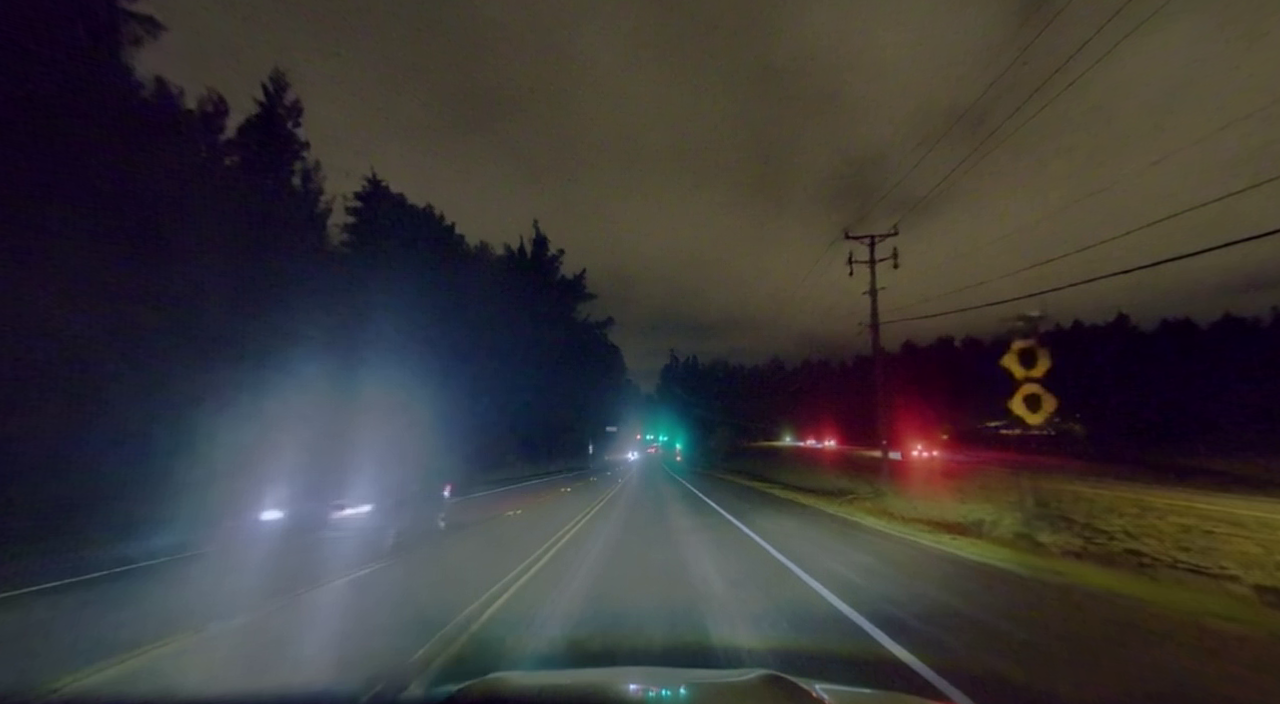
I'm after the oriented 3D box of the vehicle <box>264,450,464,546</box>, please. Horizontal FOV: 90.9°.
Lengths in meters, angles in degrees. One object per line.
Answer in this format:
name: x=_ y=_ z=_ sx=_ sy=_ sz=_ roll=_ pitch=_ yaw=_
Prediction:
vehicle: x=-5.279 y=2.815 z=12.852 sx=2.000 sy=1.546 sz=4.342 roll=-1 pitch=-8 yaw=2
